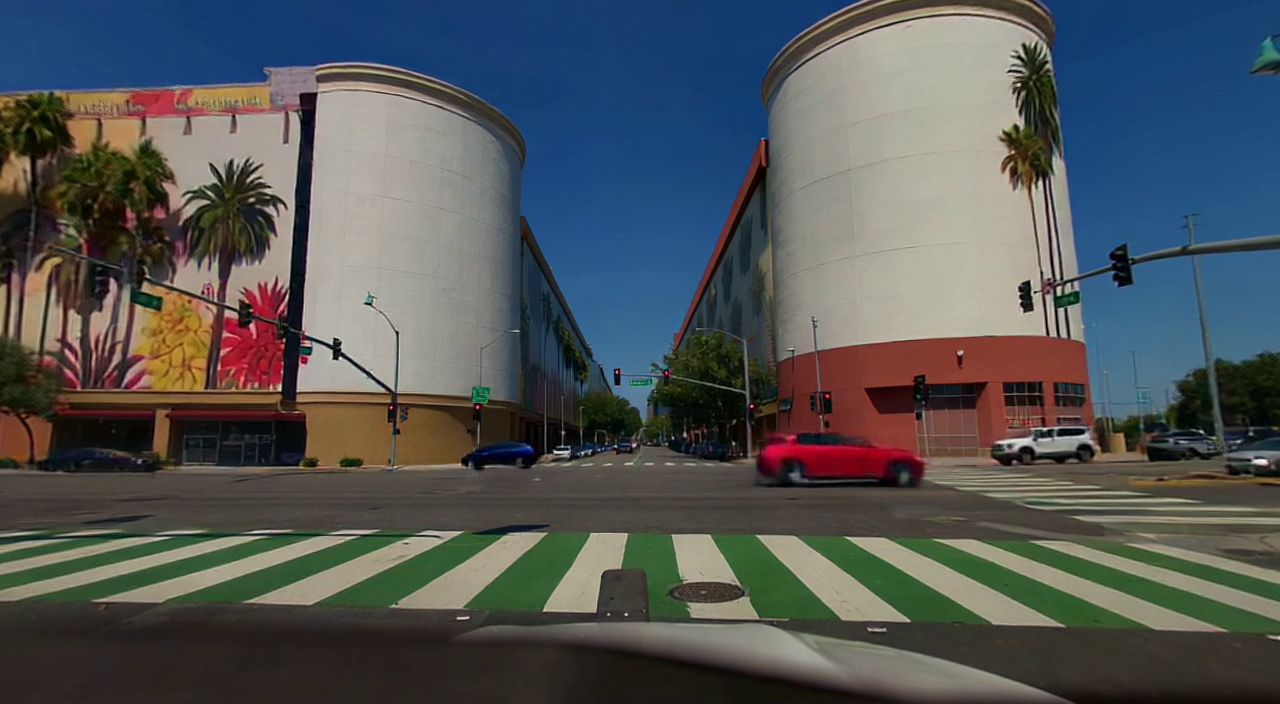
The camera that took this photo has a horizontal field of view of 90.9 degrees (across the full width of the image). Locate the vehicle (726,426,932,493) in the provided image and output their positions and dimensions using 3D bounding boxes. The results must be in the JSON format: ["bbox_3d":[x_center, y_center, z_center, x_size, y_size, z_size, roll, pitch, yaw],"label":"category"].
[{"bbox_3d":[4.891,2.859,16.908,4.875,1.669,1.953,0,-8,1],"label":"vehicle"}]

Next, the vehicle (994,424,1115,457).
[{"bbox_3d":[24.183,5.198,36.943,5.477,1.880,2.125,0,-8,1],"label":"vehicle"}]

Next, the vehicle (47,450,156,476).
[{"bbox_3d":[-31.928,6.566,37.443,4.784,1.465,1.798,0,-8,0],"label":"vehicle"}]

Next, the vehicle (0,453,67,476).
[{"bbox_3d":[-41.656,7.608,42.792,3.698,1.508,1.779,0,-8,1],"label":"vehicle"}]

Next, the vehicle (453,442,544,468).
[{"bbox_3d":[-8.206,6.041,36.942,4.893,1.458,1.791,0,-8,1],"label":"vehicle"}]

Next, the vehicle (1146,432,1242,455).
[{"bbox_3d":[36.188,6.013,41.239,4.606,1.449,1.687,0,-8,2],"label":"vehicle"}]
